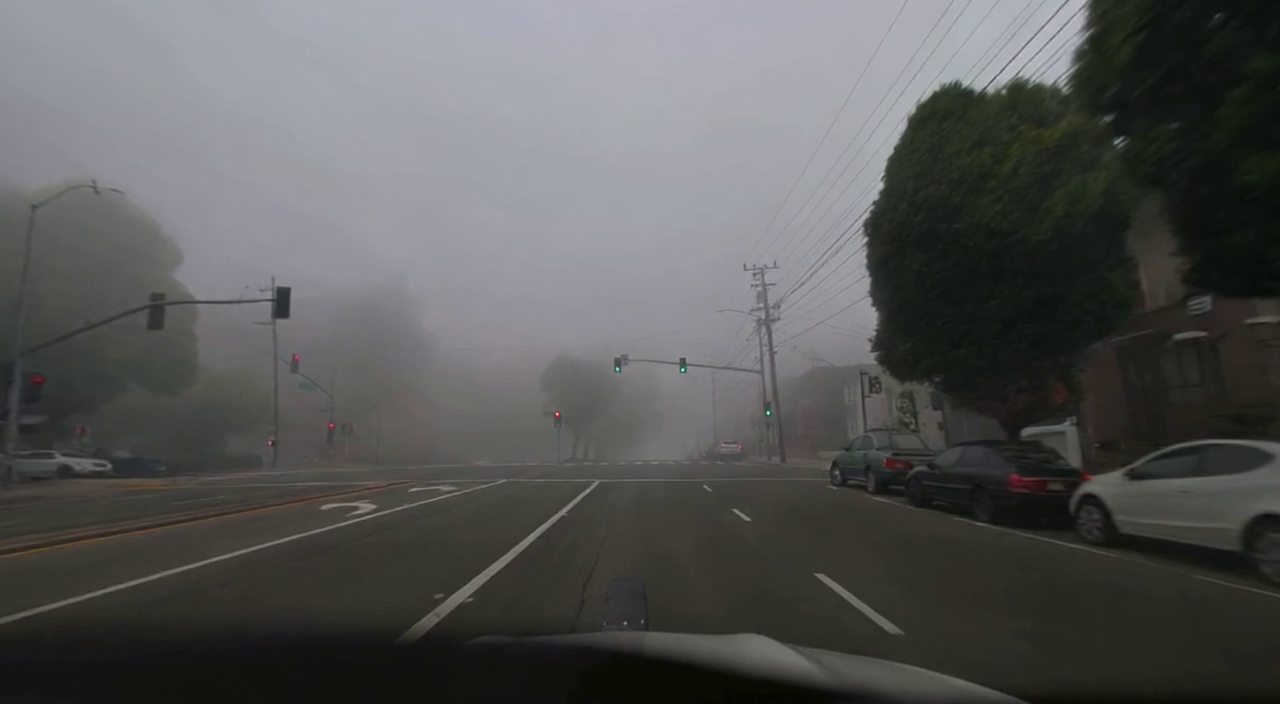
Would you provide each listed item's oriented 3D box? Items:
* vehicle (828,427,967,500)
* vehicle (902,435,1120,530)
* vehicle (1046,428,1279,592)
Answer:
[{"bbox_3d":[6.939,3.044,17.608,1.988,1.740,4.498,0,-9,1],"label":"vehicle"},{"bbox_3d":[6.831,2.411,12.213,1.796,1.512,4.016,0,-9,1],"label":"vehicle"},{"bbox_3d":[6.869,1.622,6.890,1.848,1.499,4.562,0,-8,1],"label":"vehicle"}]
